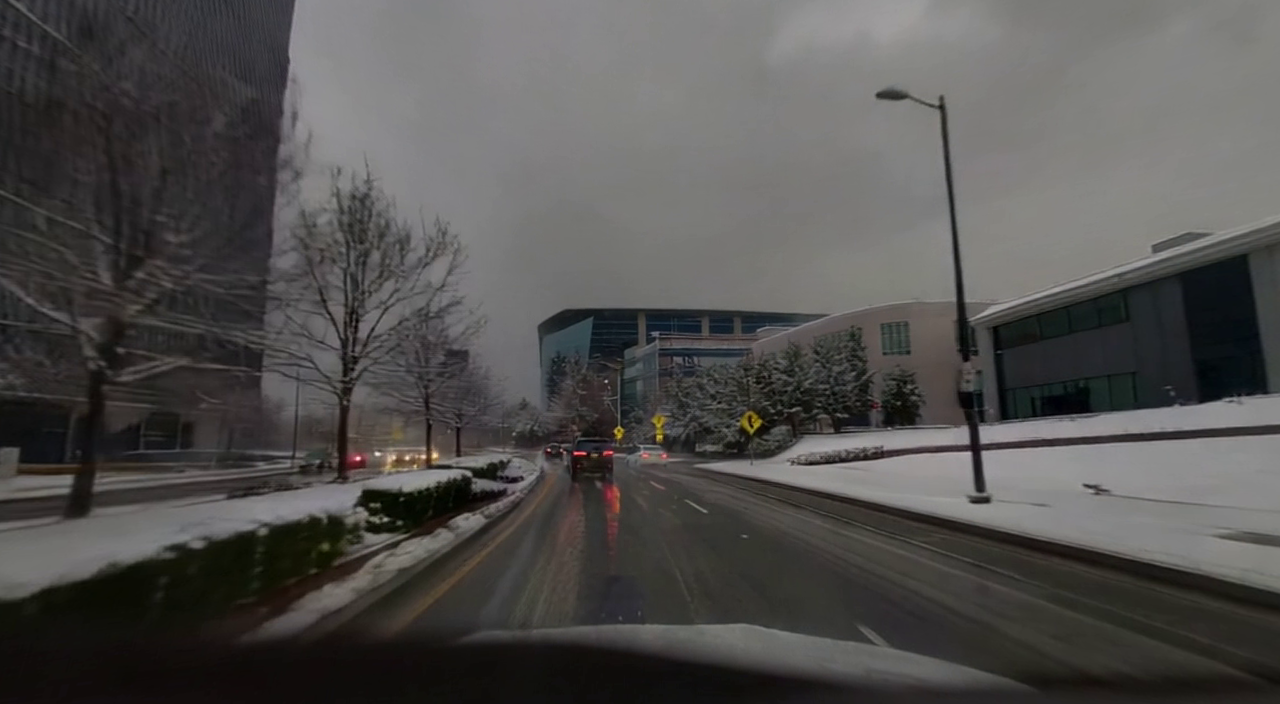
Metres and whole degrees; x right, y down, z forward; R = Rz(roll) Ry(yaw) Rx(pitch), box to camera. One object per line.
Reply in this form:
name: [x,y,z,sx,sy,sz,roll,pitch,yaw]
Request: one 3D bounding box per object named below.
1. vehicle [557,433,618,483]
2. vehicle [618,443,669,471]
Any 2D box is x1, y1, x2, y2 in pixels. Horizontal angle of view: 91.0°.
vehicle: [-2.086,4.152,24.870,2.173,1.761,4.374,1,-9,-5]
vehicle: [0.144,6.037,36.309,2.116,1.506,4.355,2,-9,-11]
